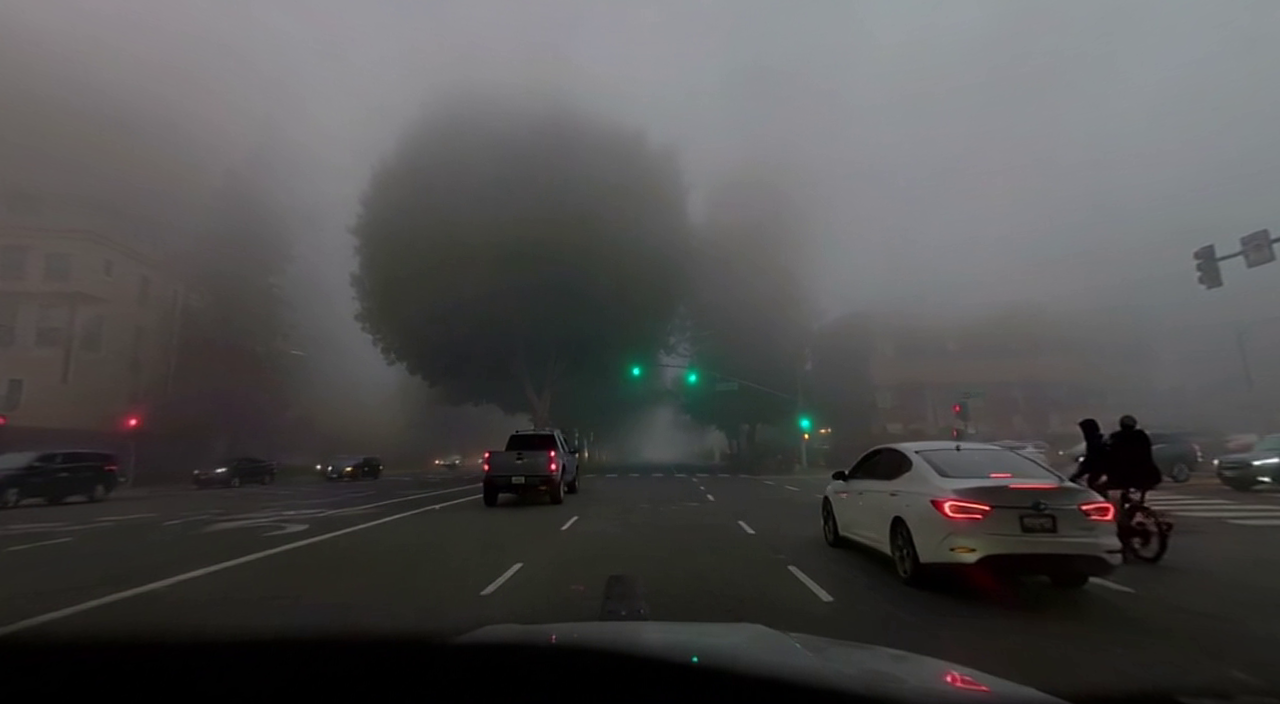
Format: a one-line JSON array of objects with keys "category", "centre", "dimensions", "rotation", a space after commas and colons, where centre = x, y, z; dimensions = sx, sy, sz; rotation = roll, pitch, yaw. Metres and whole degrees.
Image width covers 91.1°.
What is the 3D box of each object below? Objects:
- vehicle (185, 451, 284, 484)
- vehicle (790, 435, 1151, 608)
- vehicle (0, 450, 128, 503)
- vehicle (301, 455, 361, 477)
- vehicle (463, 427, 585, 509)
[{"category": "vehicle", "centre": [-27.180, 7.714, 42.363], "dimensions": [2.278, 2.000, 5.570], "rotation": [-2, -9, 10]}, {"category": "vehicle", "centre": [3.367, 1.784, 7.666], "dimensions": [1.990, 1.454, 4.490], "rotation": [0, -8, 0]}, {"category": "vehicle", "centre": [-21.987, 4.510, 23.213], "dimensions": [1.908, 1.642, 4.910], "rotation": [0, -8, 0]}, {"category": "vehicle", "centre": [-21.862, 8.105, 44.629], "dimensions": [1.779, 1.464, 4.660], "rotation": [0, -10, 2]}, {"category": "vehicle", "centre": [-2.960, 3.114, 17.394], "dimensions": [2.231, 1.898, 4.985], "rotation": [0, -8, 2]}]
